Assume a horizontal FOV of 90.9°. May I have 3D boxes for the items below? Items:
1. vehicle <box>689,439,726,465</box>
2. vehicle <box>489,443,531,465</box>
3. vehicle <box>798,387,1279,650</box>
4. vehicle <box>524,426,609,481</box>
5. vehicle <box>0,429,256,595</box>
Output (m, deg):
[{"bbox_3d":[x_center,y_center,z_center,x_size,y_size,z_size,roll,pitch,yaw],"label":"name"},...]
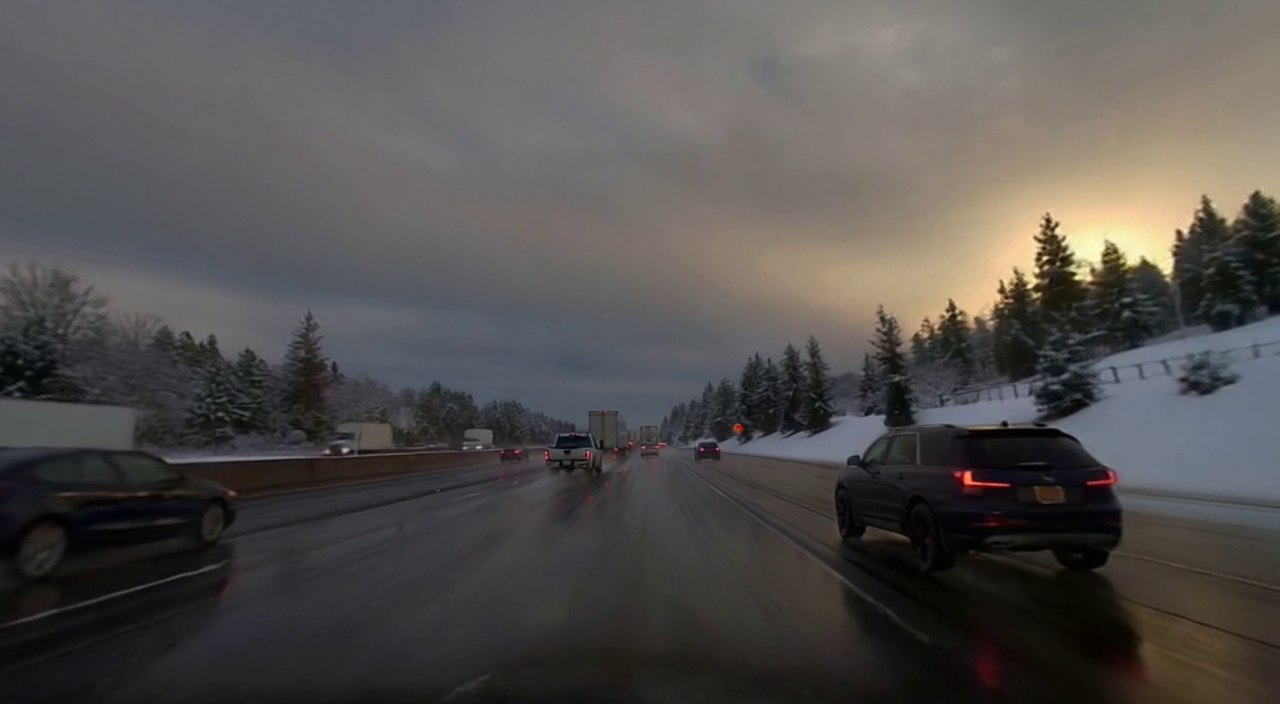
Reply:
[{"bbox_3d":[4.541,6.763,42.744,2.026,1.661,3.865,0,-8,-1],"label":"vehicle"},{"bbox_3d":[-9.497,7.515,46.606,1.981,1.495,4.834,0,-8,1],"label":"vehicle"},{"bbox_3d":[3.145,1.375,6.242,2.028,1.658,4.334,0,-8,0],"label":"vehicle"},{"bbox_3d":[-2.884,4.227,26.582,2.645,2.023,6.491,-1,-8,2],"label":"vehicle"},{"bbox_3d":[-6.932,1.698,7.336,2.235,1.506,4.159,0,-8,1],"label":"vehicle"}]
